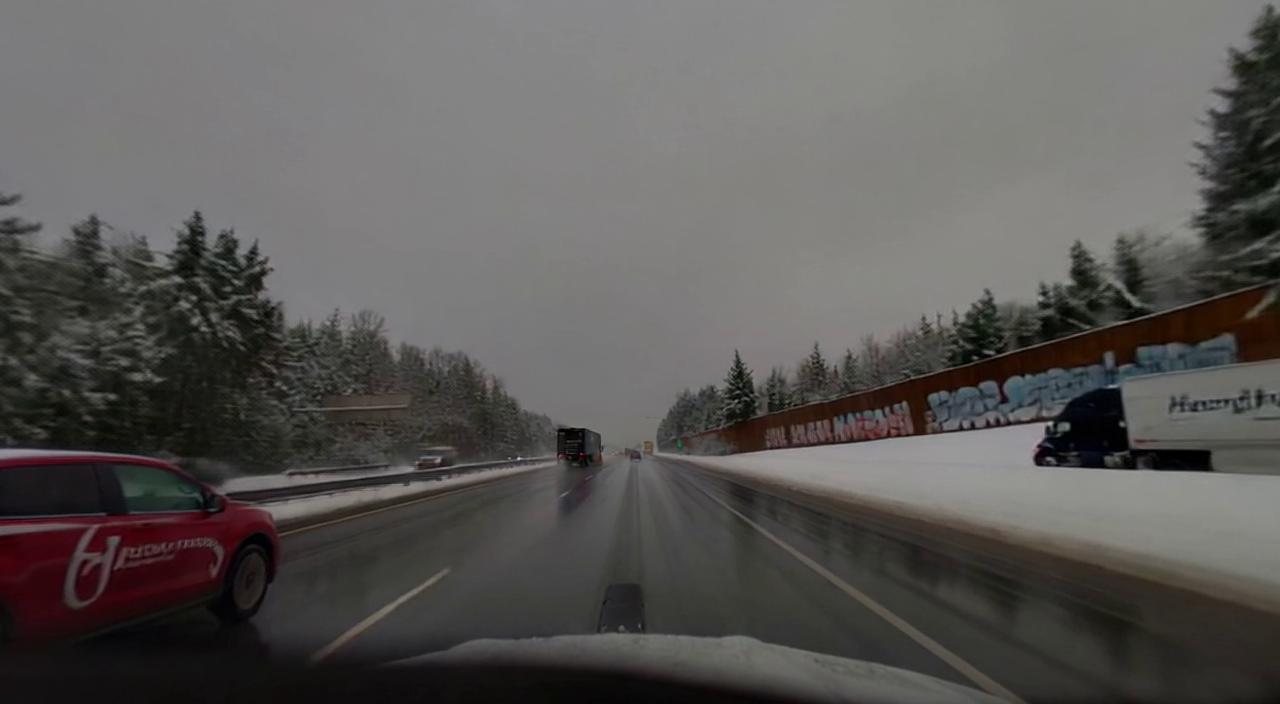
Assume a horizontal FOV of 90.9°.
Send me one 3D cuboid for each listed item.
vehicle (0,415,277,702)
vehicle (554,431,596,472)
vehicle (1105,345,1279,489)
[{"bbox_3d":[-4.348,1.107,3.450,2.024,1.476,4.466,-1,-9,1],"label":"vehicle"},{"bbox_3d":[-4.255,6.645,42.232,2.305,2.517,5.486,0,-9,0],"label":"vehicle"},{"bbox_3d":[20.007,1.699,17.151,2.782,4.082,12.925,1,-9,-12],"label":"vehicle"}]
